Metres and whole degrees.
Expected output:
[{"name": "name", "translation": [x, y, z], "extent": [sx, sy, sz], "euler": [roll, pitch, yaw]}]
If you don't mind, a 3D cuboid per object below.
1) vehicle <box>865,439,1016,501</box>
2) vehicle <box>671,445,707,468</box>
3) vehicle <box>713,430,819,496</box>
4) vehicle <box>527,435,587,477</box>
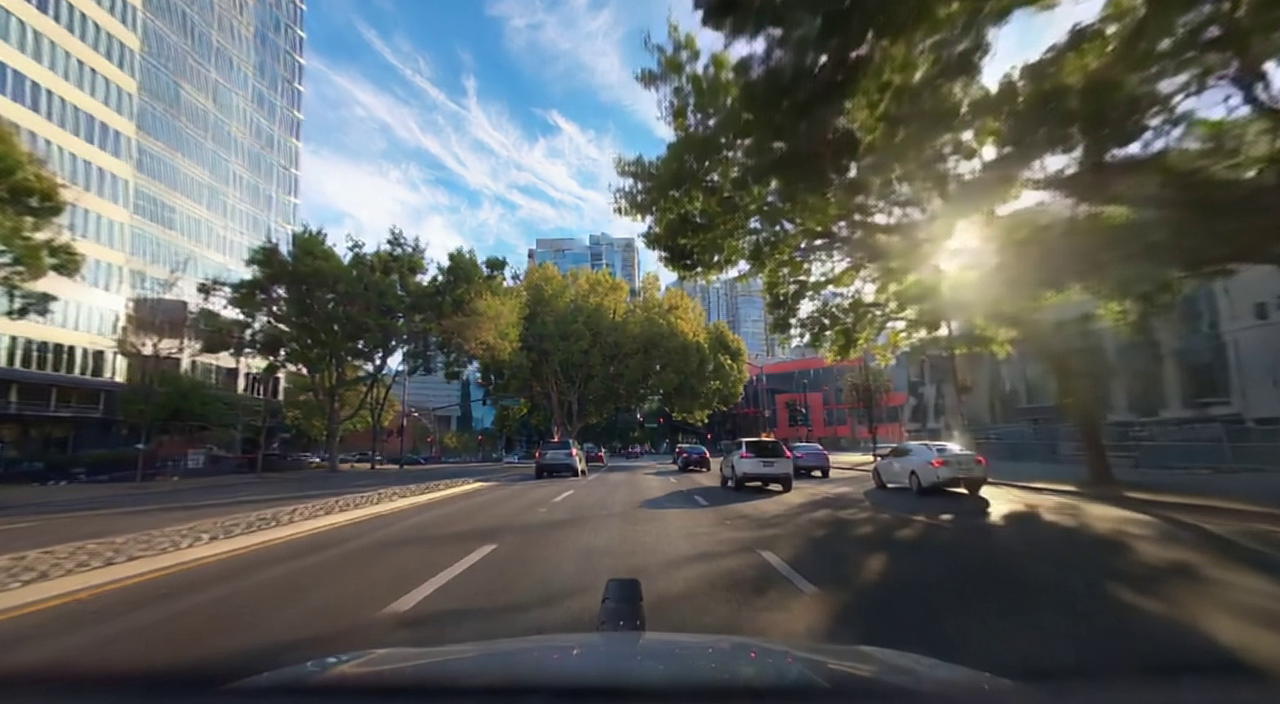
[{"name": "vehicle", "translation": [8.241, 3.254, 17.934], "extent": [1.944, 1.503, 4.723], "euler": [0, -8, 0]}, {"name": "vehicle", "translation": [3.342, 7.202, 43.843], "extent": [2.054, 1.473, 4.511], "euler": [0, -8, -2]}, {"name": "vehicle", "translation": [3.629, 3.315, 19.209], "extent": [2.152, 1.742, 4.704], "euler": [0, -8, -1]}, {"name": "vehicle", "translation": [-3.763, 4.804, 29.366], "extent": [2.155, 1.797, 3.989], "euler": [0, -8, 1]}]
